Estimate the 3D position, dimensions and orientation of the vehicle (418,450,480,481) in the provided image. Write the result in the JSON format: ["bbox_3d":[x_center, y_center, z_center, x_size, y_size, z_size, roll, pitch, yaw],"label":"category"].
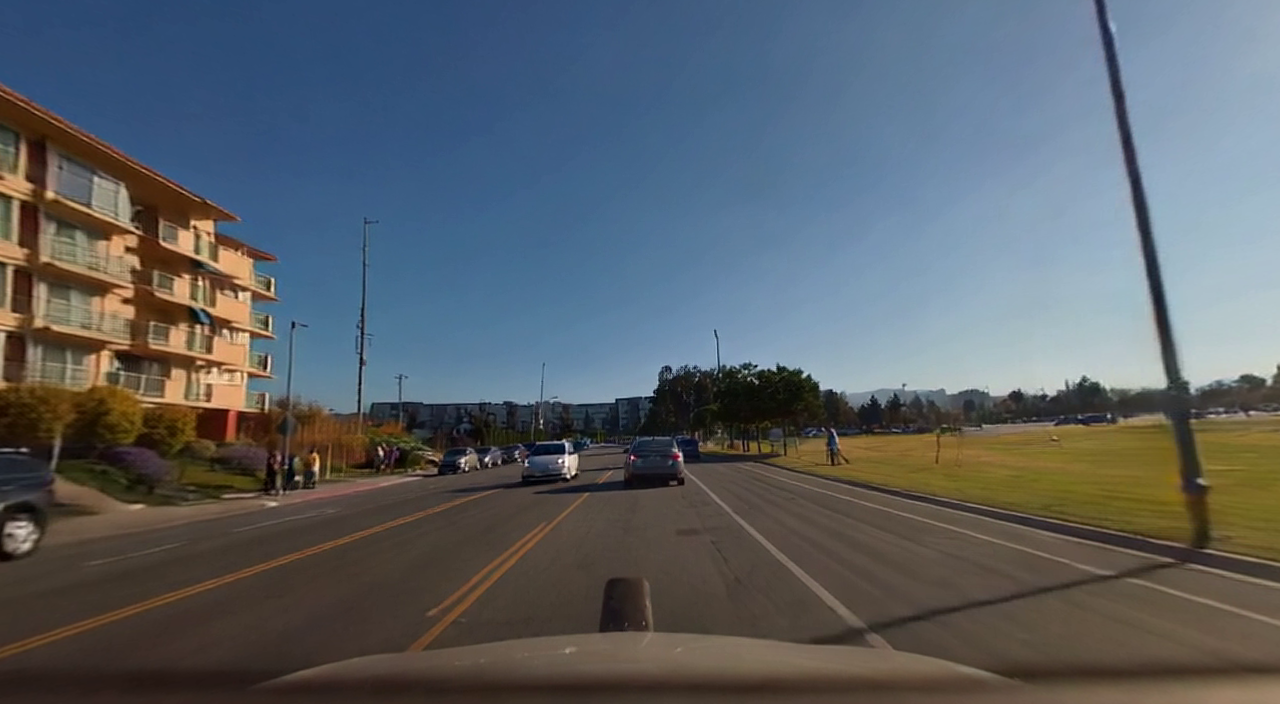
[{"bbox_3d":[-10.285,6.121,34.264,1.839,1.474,4.694,-1,-9,1],"label":"vehicle"}]

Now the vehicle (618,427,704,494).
[{"bbox_3d":[0.515,2.999,17.664,2.132,1.632,3.838,0,-9,0],"label":"vehicle"}]

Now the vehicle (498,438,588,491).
[{"bbox_3d":[-2.912,3.488,19.906,2.104,1.455,4.199,-1,-9,1],"label":"vehicle"}]
